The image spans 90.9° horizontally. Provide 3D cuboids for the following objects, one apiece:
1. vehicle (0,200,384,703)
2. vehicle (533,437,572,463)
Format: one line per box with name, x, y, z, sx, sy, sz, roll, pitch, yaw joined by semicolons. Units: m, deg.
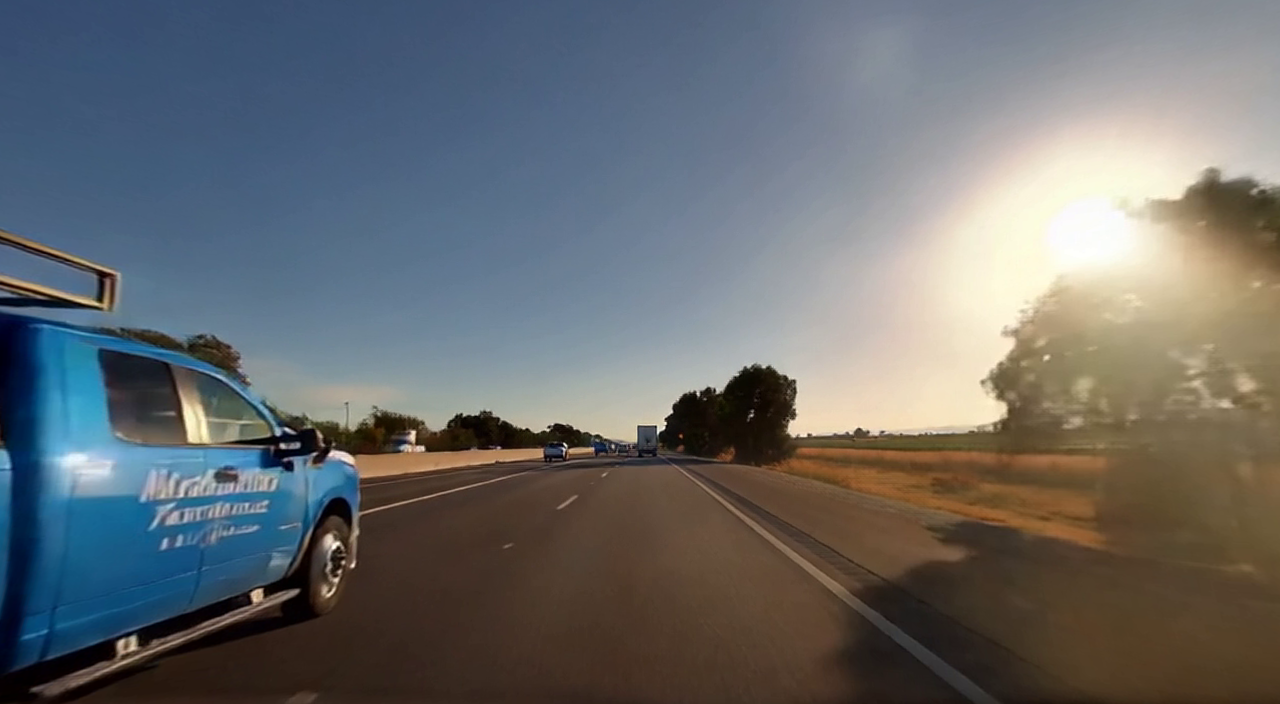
vehicle;-3.786;0.613;2.362;2.791;2.330;6.725;0;-8;0
vehicle;-6.769;7.629;49.258;2.193;1.866;4.807;0;-8;1
